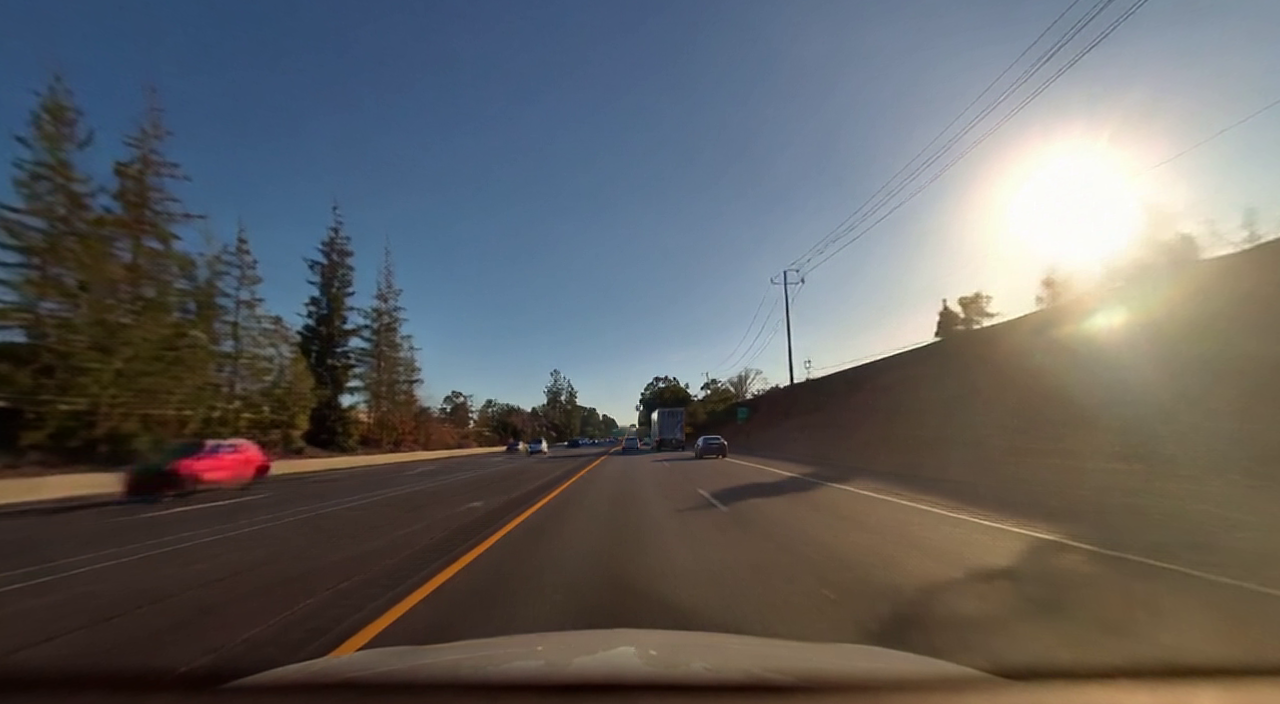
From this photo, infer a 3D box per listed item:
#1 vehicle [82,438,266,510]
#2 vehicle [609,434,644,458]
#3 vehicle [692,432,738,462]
[{"bbox_3d":[-13.117,3.398,18.175,2.119,1.787,4.146,0,-7,-1],"label":"vehicle"},{"bbox_3d":[-0.850,6.079,40.859,2.163,1.466,3.693,0,-7,-1],"label":"vehicle"},{"bbox_3d":[4.149,5.281,35.429,1.930,1.573,3.853,0,-7,-2],"label":"vehicle"}]
